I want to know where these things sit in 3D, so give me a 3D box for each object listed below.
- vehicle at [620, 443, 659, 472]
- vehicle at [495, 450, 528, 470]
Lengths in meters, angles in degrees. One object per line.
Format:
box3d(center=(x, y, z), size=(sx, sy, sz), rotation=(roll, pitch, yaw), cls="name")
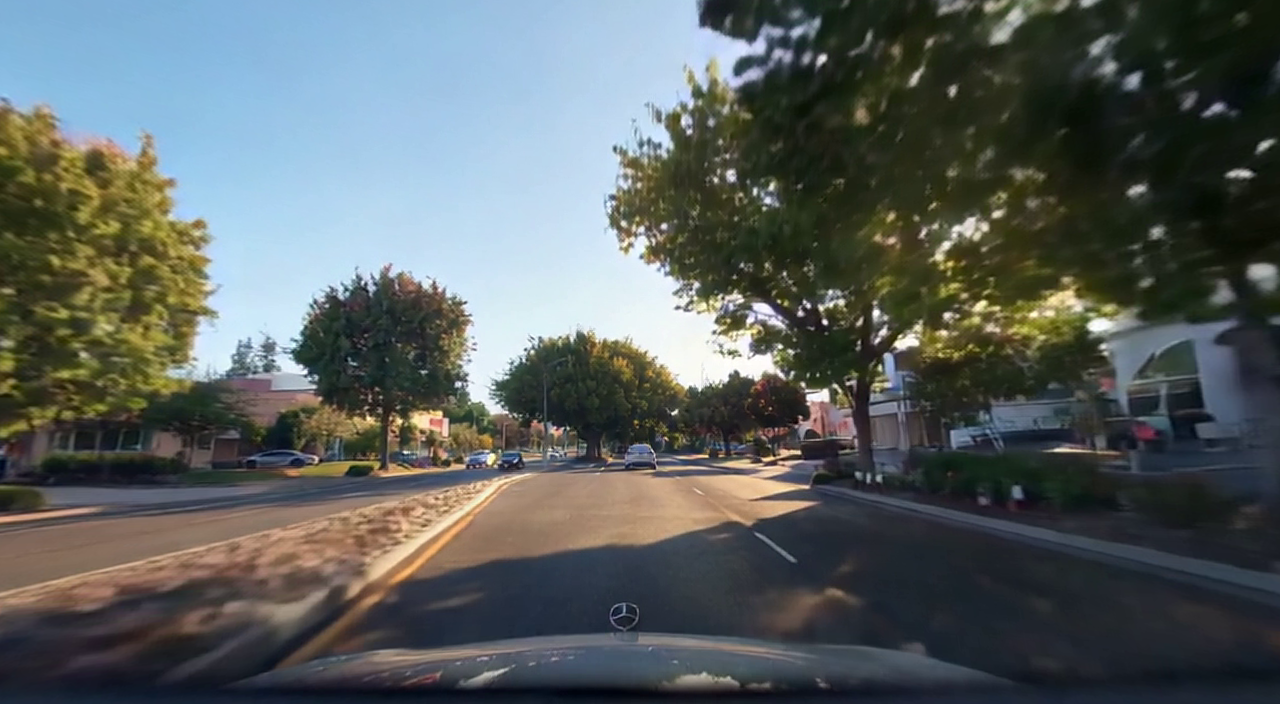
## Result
box3d(center=(-0.091, 5.684, 34.030), size=(1.998, 1.452, 3.773), rotation=(0, -8, -2), cls="vehicle")
box3d(center=(-10.049, 8.452, 49.535), size=(1.795, 1.426, 4.216), rotation=(0, -8, 0), cls="vehicle")
